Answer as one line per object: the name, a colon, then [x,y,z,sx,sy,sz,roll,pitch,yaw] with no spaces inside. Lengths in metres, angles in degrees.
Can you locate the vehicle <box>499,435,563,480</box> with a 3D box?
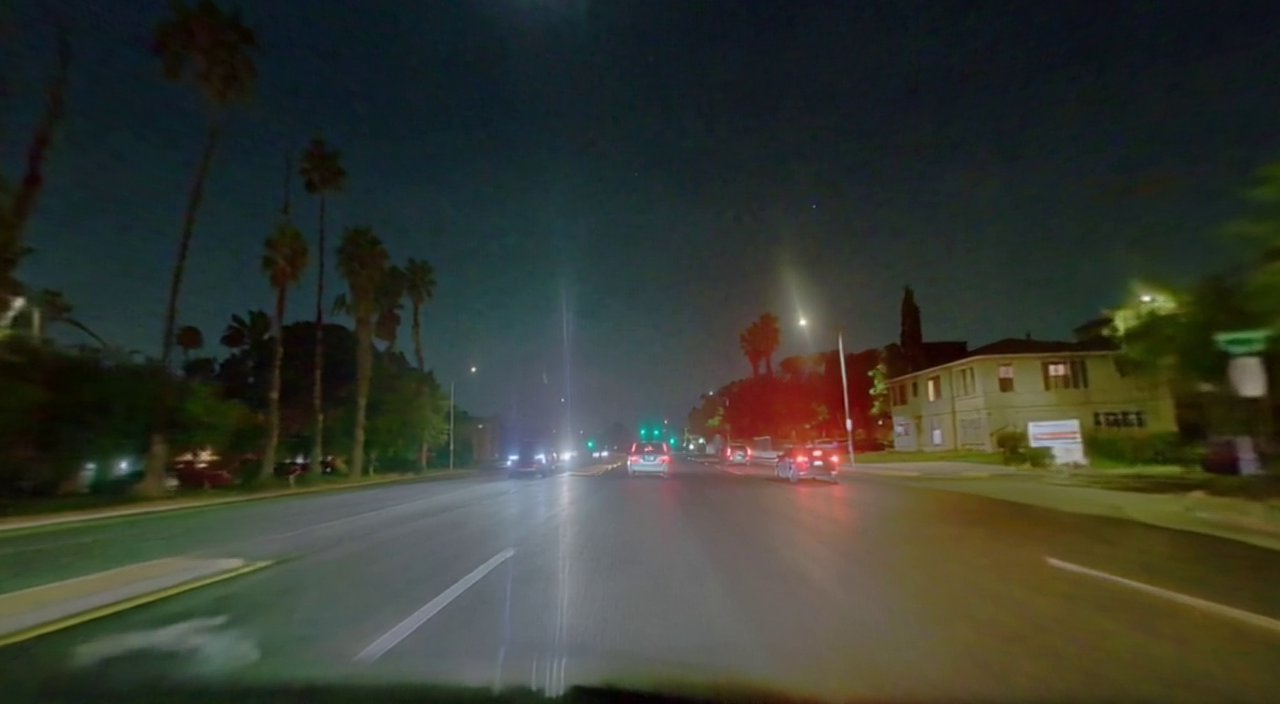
vehicle: [-5.125,5.004,30.229,2.193,1.967,4.600,0,-8,0]

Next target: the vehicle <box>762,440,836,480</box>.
vehicle: [6.448,4.419,26.036,1.897,1.477,4.360,0,-8,0]

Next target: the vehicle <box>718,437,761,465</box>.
vehicle: [7.540,7.581,48.534,2.436,2.010,5.595,0,-8,0]

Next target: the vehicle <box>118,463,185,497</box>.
vehicle: [-25.619,6.648,32.989,4.694,1.484,1.893,-8,-11,42]

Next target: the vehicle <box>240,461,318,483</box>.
vehicle: [-26.290,8.728,45.953,4.548,1.441,1.946,-1,-7,2]

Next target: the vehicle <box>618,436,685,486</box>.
vehicle: [0.358,4.011,23.580,2.289,1.679,4.180,0,-8,-1]
